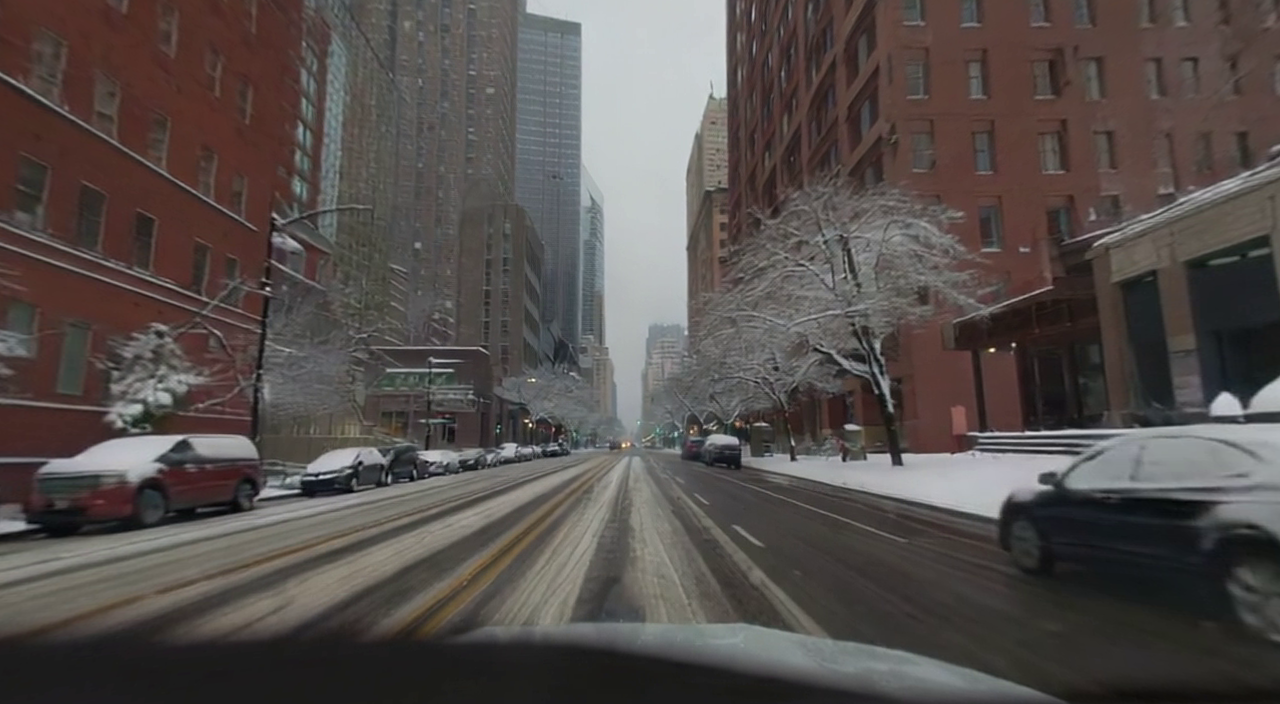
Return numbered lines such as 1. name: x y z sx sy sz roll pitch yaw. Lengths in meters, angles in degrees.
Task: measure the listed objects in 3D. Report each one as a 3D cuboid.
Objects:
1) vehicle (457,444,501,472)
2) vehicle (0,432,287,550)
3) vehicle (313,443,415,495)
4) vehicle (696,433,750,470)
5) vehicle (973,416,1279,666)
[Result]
1. vehicle: -11.330 7.489 44.748 2.039 1.770 4.445 -3 -9 -1
2. vehicle: -10.898 2.912 14.107 2.574 1.922 6.292 -4 -9 -1
3. vehicle: -11.358 4.796 26.492 1.970 1.828 5.519 -3 -8 -2
4. vehicle: 4.575 5.577 35.582 2.237 1.908 5.320 0 -8 -1
5. vehicle: 4.911 1.345 5.148 1.929 1.522 4.543 0 -8 0
